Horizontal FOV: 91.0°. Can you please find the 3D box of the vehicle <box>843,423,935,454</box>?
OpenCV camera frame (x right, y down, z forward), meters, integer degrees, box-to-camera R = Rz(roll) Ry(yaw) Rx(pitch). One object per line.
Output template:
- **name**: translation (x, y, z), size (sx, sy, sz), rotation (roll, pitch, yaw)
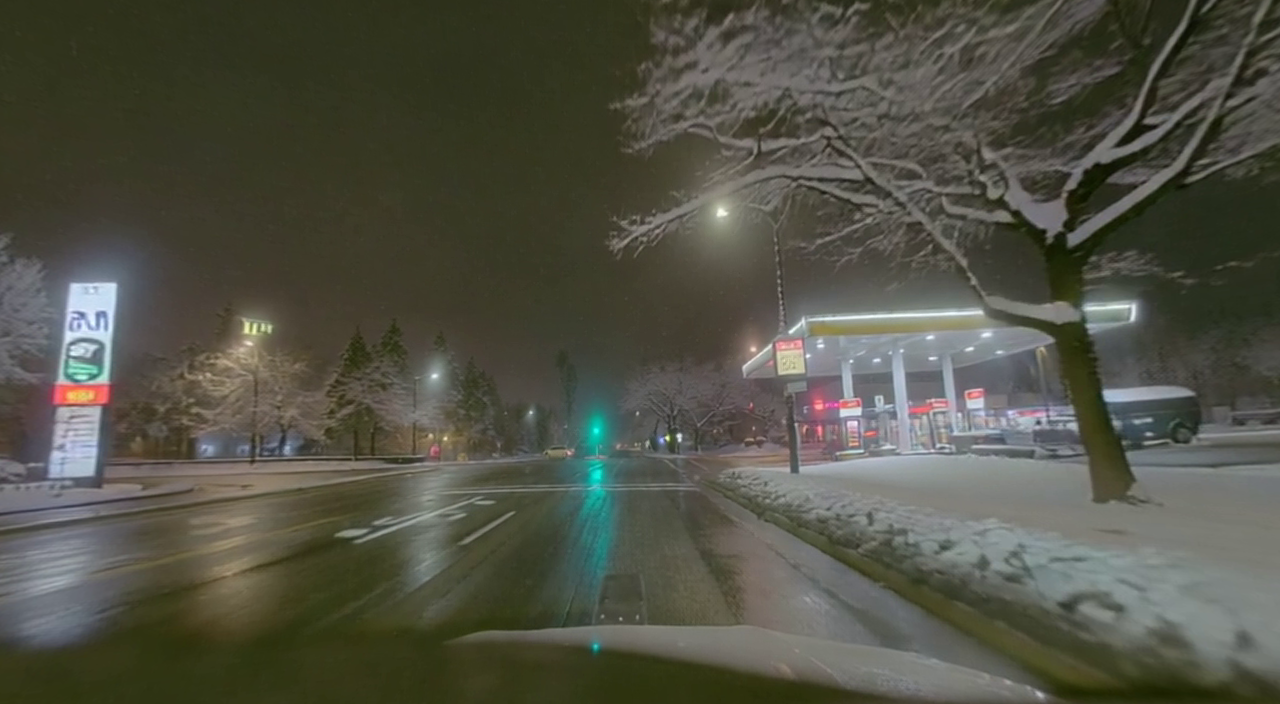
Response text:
- **vehicle**: translation (14.928, 5.229, 37.859), size (4.640, 1.800, 2.026), rotation (0, -9, -2)
